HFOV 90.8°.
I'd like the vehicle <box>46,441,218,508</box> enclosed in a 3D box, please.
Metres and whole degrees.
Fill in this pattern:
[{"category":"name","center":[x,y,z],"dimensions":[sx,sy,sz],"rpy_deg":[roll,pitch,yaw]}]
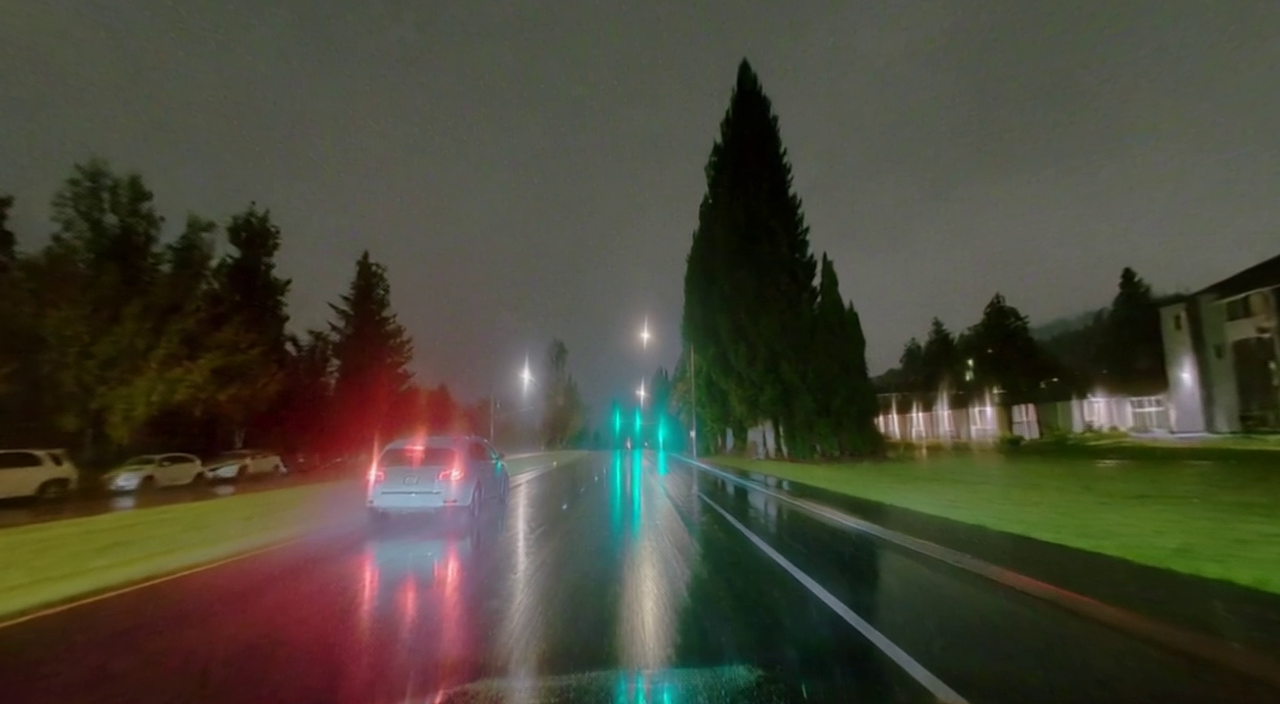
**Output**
[{"category":"vehicle","center":[-17.621,4.191,22.329],"dimensions":[2.196,1.760,4.871],"rpy_deg":[-4,-6,-1]}]

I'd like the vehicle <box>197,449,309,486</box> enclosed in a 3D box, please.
[{"category":"vehicle","center":[-17.596,5.248,29.060],"dimensions":[2.101,1.503,4.778],"rpy_deg":[0,-8,0]}]

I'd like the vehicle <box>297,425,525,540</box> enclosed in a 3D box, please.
[{"category":"vehicle","center":[-3.435,2.058,10.725],"dimensions":[2.020,1.478,4.890],"rpy_deg":[0,-8,0]}]
